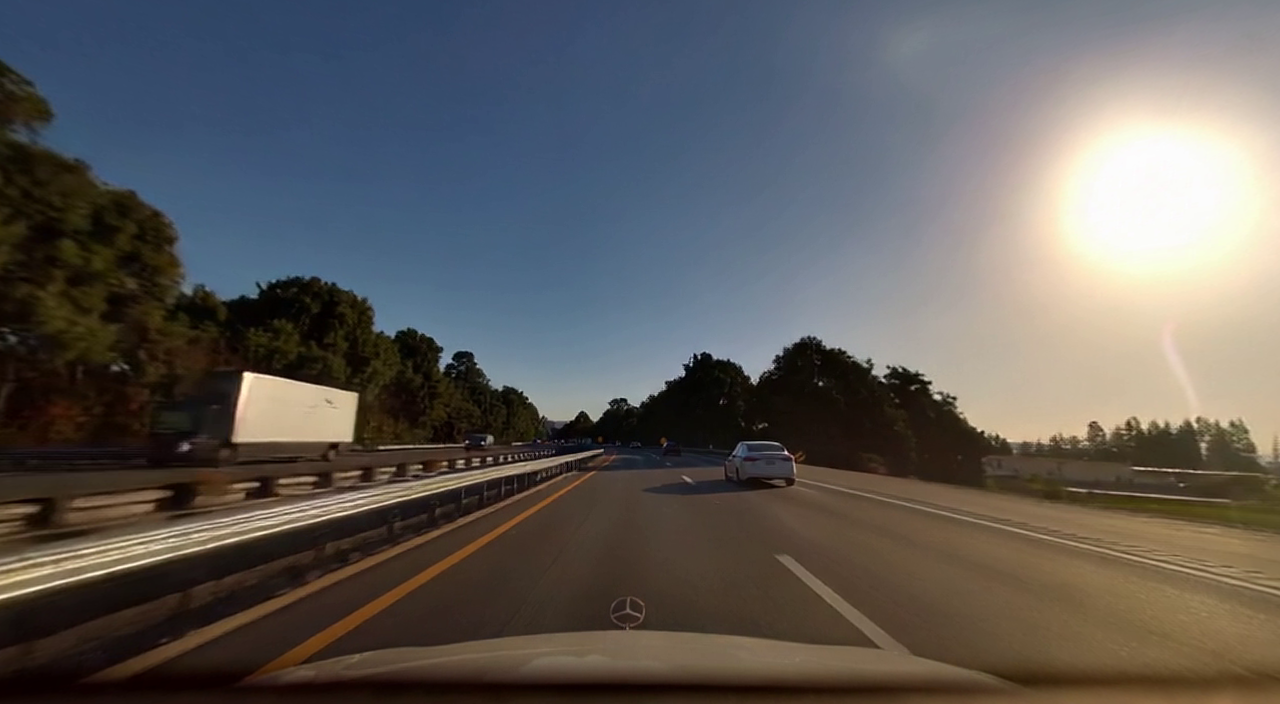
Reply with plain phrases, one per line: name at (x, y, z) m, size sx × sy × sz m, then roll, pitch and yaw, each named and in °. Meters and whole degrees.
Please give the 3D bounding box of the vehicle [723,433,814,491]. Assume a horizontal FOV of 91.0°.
vehicle at (3.717, 3.232, 18.822) m, size 1.945 × 1.538 × 3.729 m, roll 0°, pitch -8°, yaw 0°
